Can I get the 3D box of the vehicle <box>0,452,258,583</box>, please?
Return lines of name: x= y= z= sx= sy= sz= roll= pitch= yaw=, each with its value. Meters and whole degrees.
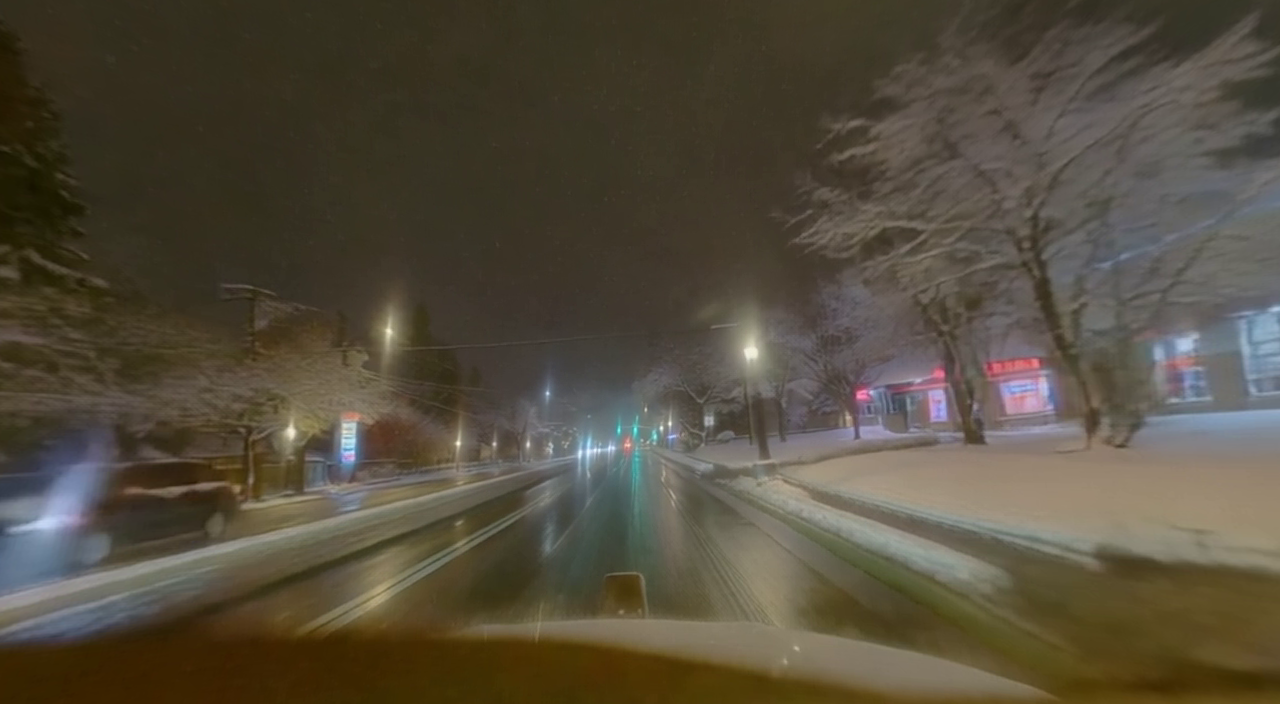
vehicle: x=-8.892 y=2.641 z=10.978 sx=2.050 sy=1.721 sz=4.369 roll=0 pitch=-8 yaw=-5
